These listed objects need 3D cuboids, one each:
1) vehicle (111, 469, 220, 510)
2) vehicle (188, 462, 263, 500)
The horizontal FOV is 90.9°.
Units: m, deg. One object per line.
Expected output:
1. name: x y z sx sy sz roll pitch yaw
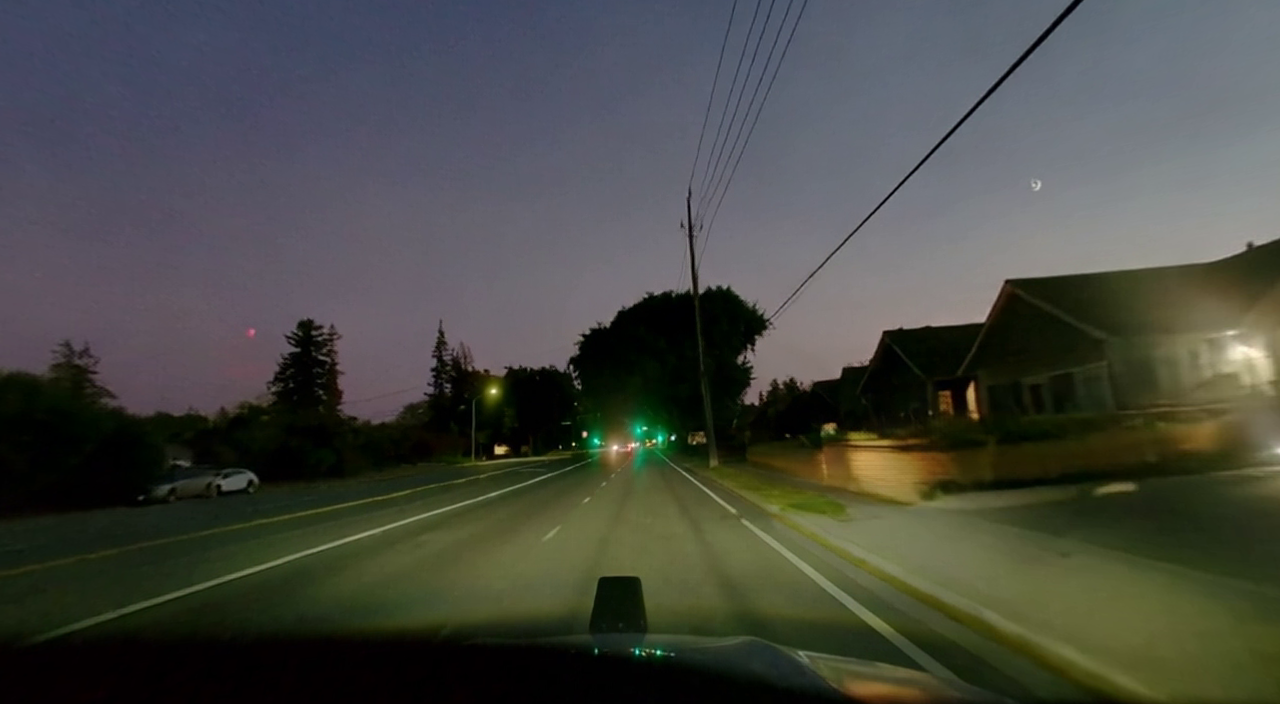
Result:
1. vehicle: -21.086 6.089 28.272 1.854 1.504 4.436 1 -9 -7
2. vehicle: -22.273 6.882 34.074 1.891 1.703 4.976 2 -9 -16
